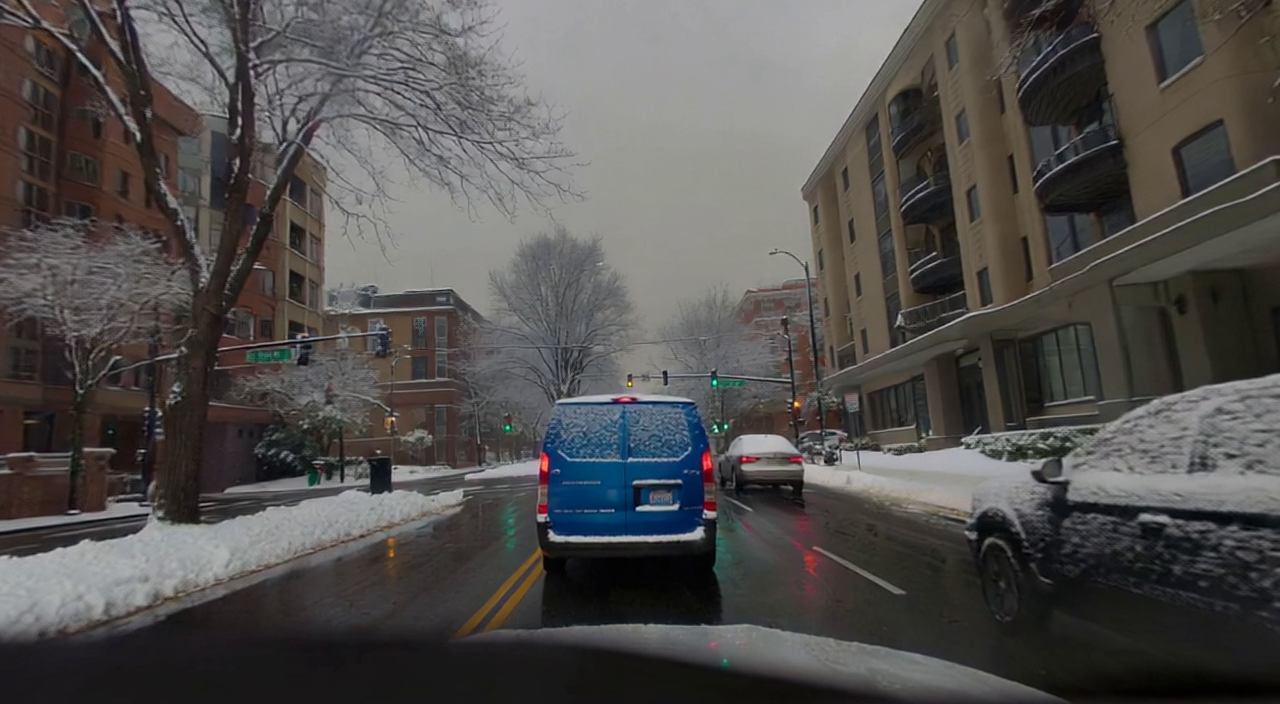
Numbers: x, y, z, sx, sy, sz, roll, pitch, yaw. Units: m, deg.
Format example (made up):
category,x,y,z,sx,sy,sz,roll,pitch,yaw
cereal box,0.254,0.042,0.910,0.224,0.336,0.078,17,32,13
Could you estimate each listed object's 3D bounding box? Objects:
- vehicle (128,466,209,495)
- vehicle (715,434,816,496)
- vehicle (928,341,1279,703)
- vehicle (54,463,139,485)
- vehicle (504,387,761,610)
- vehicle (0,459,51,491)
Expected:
category,x,y,z,sx,sy,sz,roll,pitch,yaw
vehicle,-33.239,9.073,44.507,4.292,1.492,1.772,-6,-14,-1
vehicle,3.750,3.479,19.785,2.061,1.676,4.734,0,-9,-2
vehicle,3.794,1.000,3.765,2.157,1.748,4.130,0,-9,0
vehicle,-38.403,8.631,44.625,4.396,1.458,1.809,-1,-9,2
vehicle,-0.050,1.528,7.408,2.101,1.828,4.270,0,-9,0
vehicle,-35.550,6.832,35.143,3.843,1.680,1.782,-1,-9,6
